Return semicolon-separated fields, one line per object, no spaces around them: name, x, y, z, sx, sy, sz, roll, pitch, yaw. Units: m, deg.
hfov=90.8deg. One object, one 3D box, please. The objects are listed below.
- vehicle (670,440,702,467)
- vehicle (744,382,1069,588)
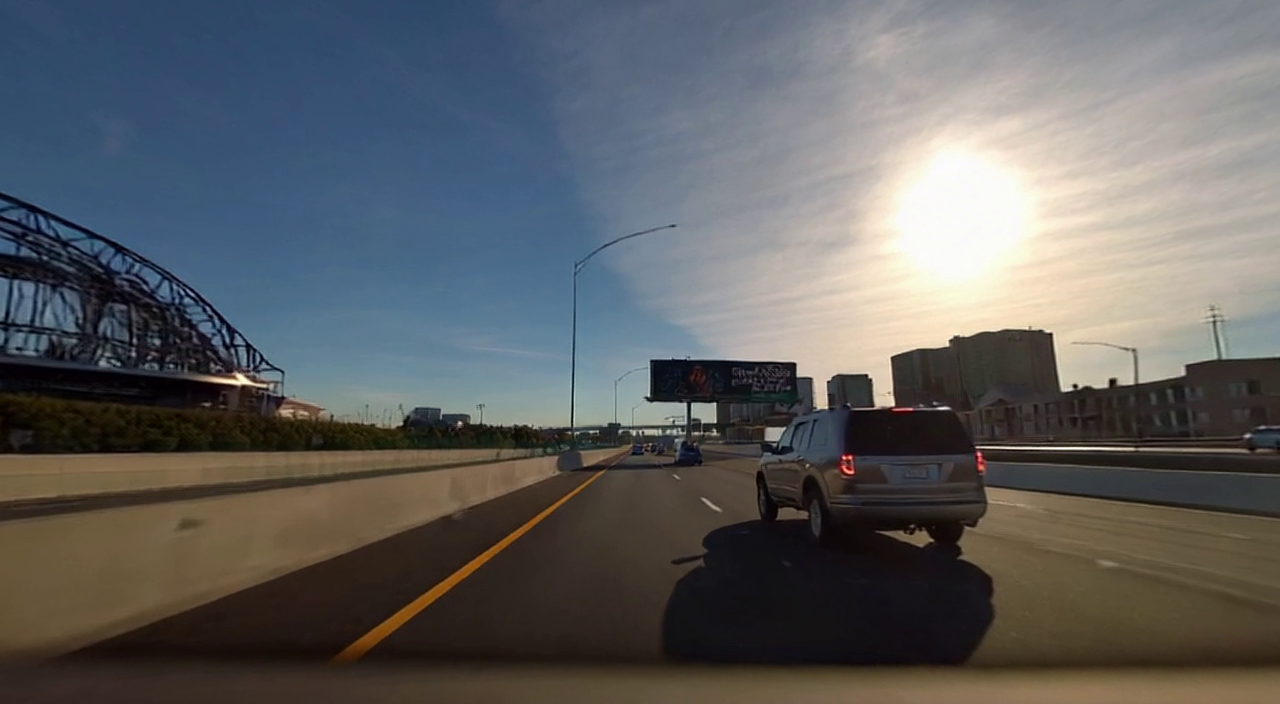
vehicle;3.243;7.295;45.519;1.973;1.774;4.092;0;-9;-1
vehicle;3.018;1.660;8.720;2.199;2.002;4.970;0;-9;-1
